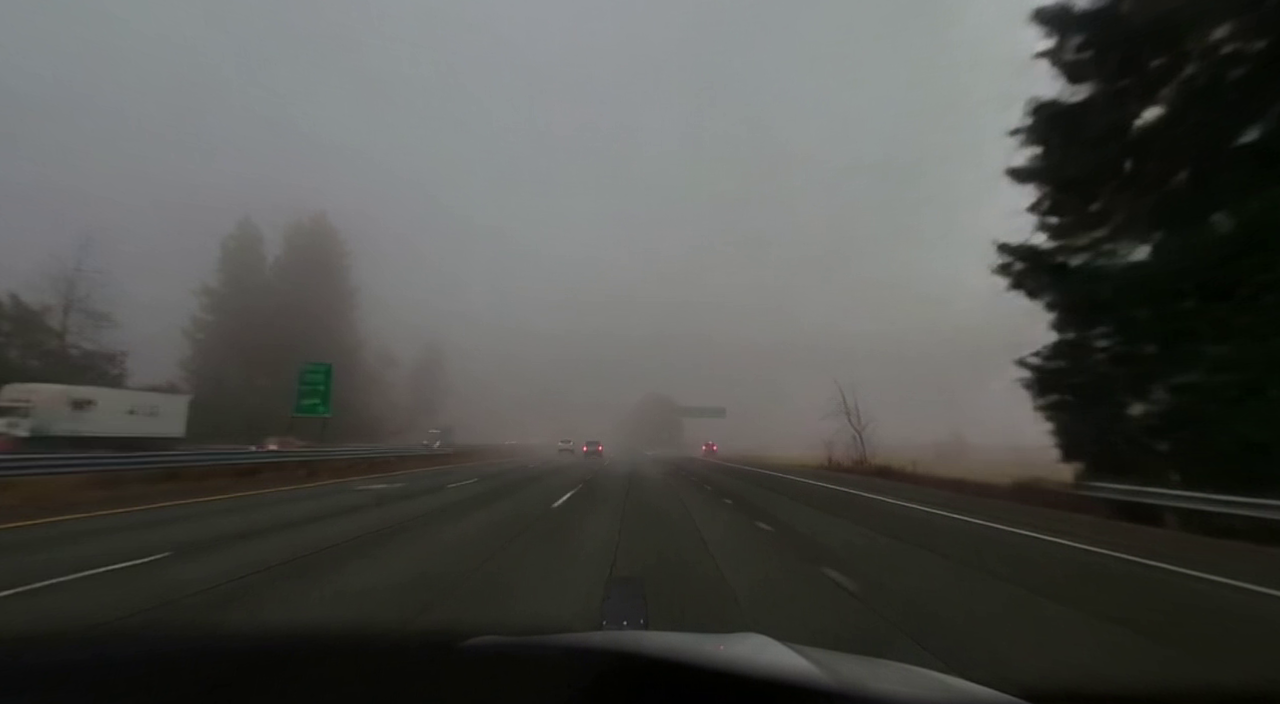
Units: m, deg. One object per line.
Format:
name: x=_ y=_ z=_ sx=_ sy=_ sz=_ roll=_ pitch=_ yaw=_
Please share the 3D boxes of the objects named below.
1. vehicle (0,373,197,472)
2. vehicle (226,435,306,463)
vehicle: x=-24.758 y=3.282 z=28.048 sx=2.936 sy=3.664 sz=9.492 roll=0 pitch=-8 yaw=-1
vehicle: x=-20.929 y=5.438 z=35.337 sx=1.853 sy=1.492 sz=4.330 roll=0 pitch=-8 yaw=0
